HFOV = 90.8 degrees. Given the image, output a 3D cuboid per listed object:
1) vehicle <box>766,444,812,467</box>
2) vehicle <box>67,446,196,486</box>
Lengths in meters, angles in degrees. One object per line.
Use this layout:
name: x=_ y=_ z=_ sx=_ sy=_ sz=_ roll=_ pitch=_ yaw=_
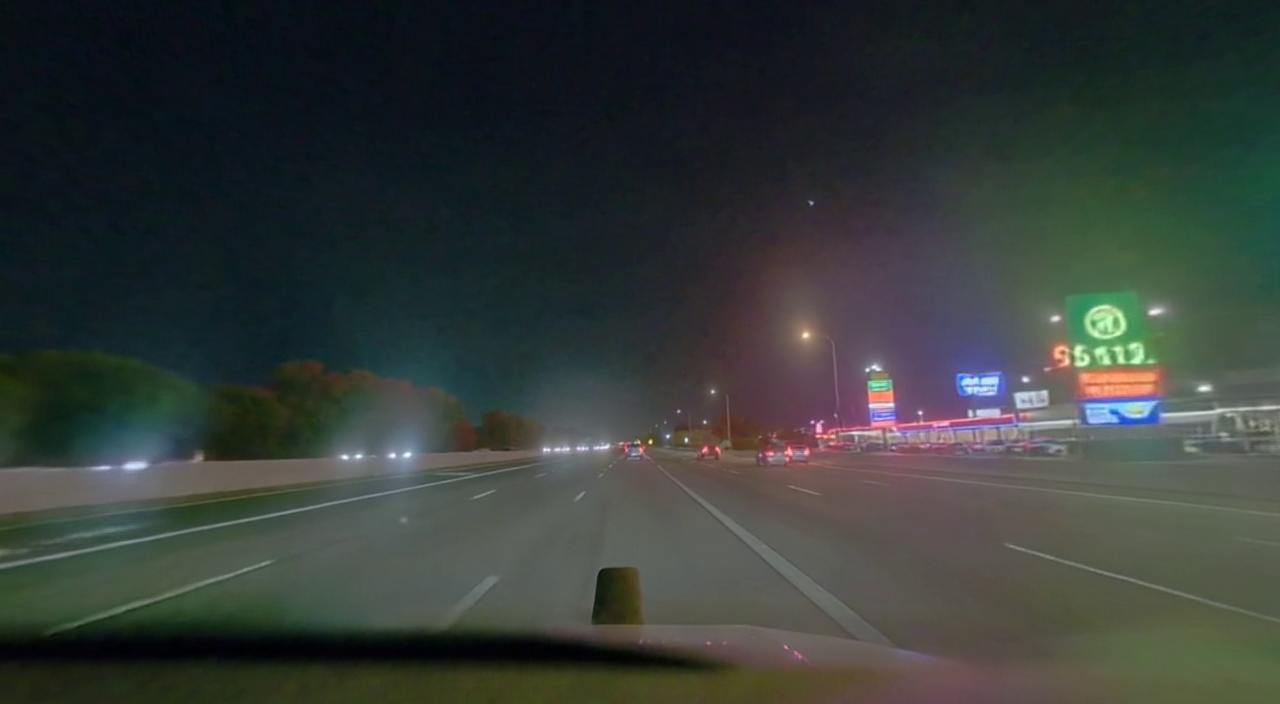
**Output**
vehicle: x=10.211 y=7.117 z=43.607 sx=1.953 sy=1.473 sz=4.512 roll=0 pitch=-8 yaw=-1
vehicle: x=-22.937 y=5.120 z=28.797 sx=2.035 sy=1.568 sz=4.785 roll=1 pitch=-8 yaw=-3
